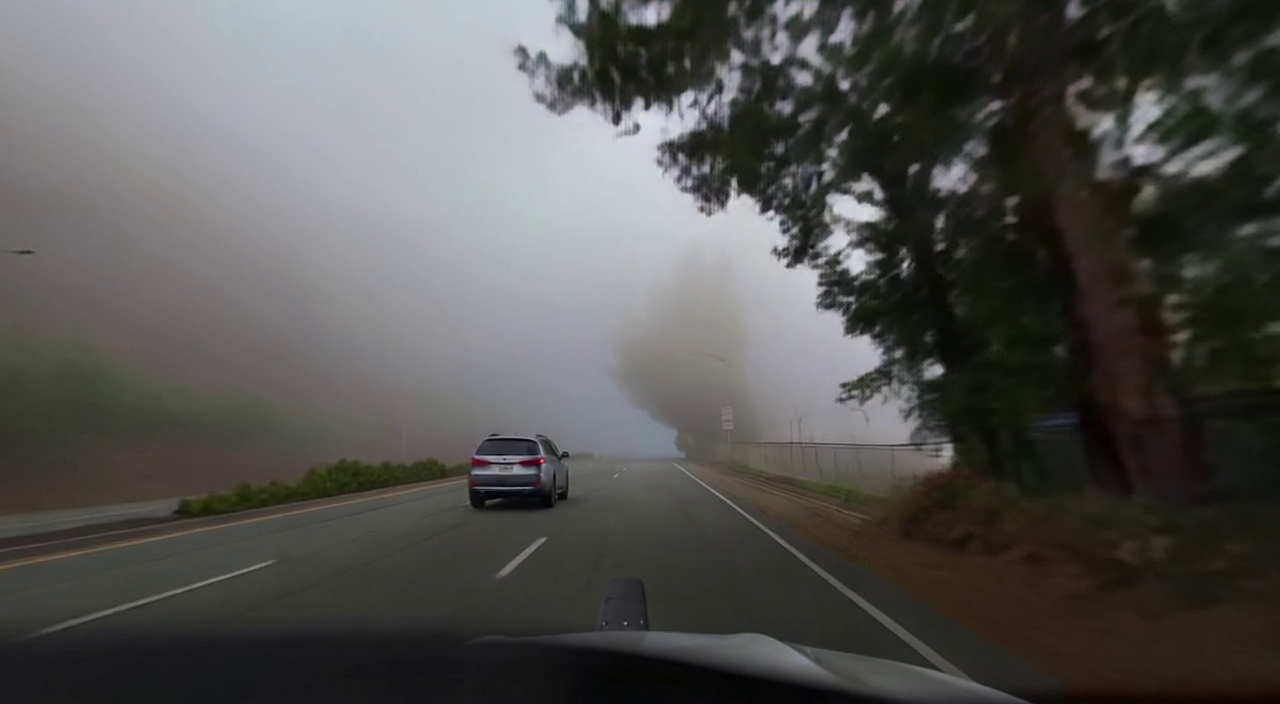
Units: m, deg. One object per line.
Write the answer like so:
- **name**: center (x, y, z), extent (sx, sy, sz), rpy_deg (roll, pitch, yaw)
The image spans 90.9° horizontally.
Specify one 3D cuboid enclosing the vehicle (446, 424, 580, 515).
- **vehicle**: center (-2.834, 2.763, 15.386), extent (2.160, 1.855, 4.695), rpy_deg (0, -8, 2)
